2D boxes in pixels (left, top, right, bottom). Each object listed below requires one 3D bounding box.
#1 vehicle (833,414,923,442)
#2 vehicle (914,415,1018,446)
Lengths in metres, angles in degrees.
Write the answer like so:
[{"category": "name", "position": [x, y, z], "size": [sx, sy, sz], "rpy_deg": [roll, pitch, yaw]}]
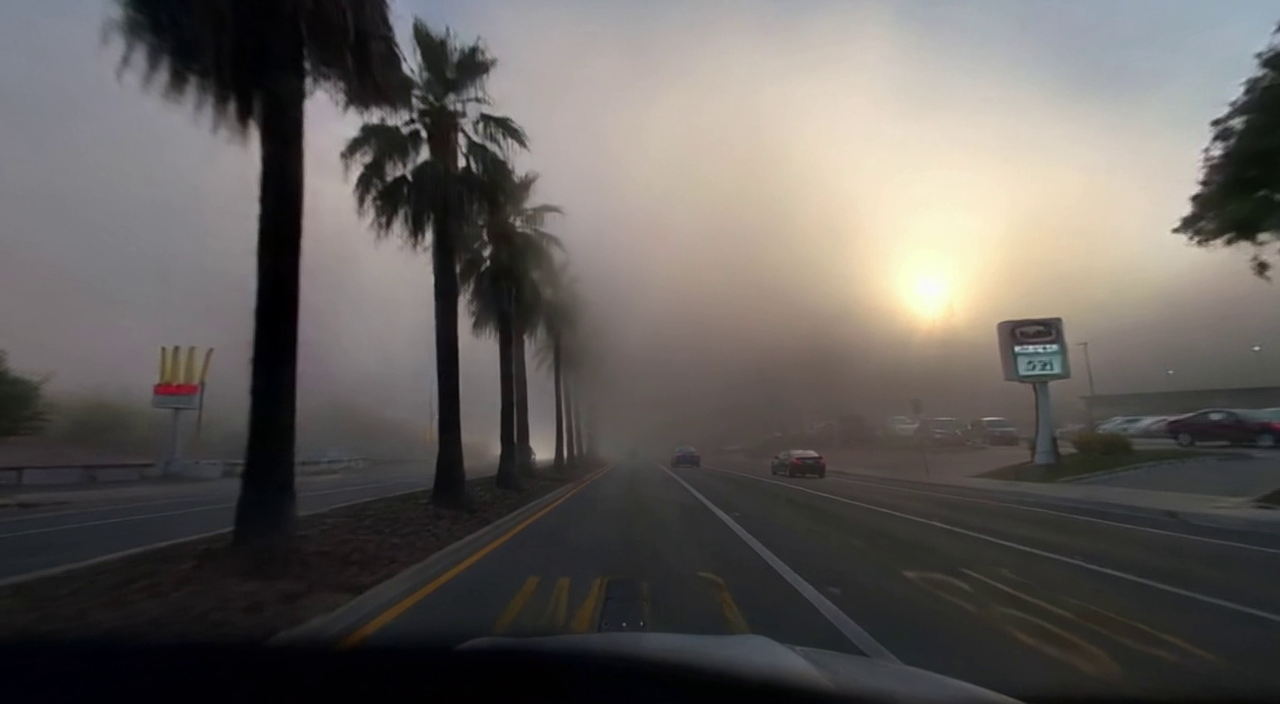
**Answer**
[{"category": "vehicle", "position": [17.864, 5.748, 47.572], "size": [5.817, 1.906, 2.230], "rpy_deg": [-1, -10, 0]}, {"category": "vehicle", "position": [18.678, 4.537, 36.305], "size": [4.649, 1.662, 2.349], "rpy_deg": [0, -8, 1]}]
